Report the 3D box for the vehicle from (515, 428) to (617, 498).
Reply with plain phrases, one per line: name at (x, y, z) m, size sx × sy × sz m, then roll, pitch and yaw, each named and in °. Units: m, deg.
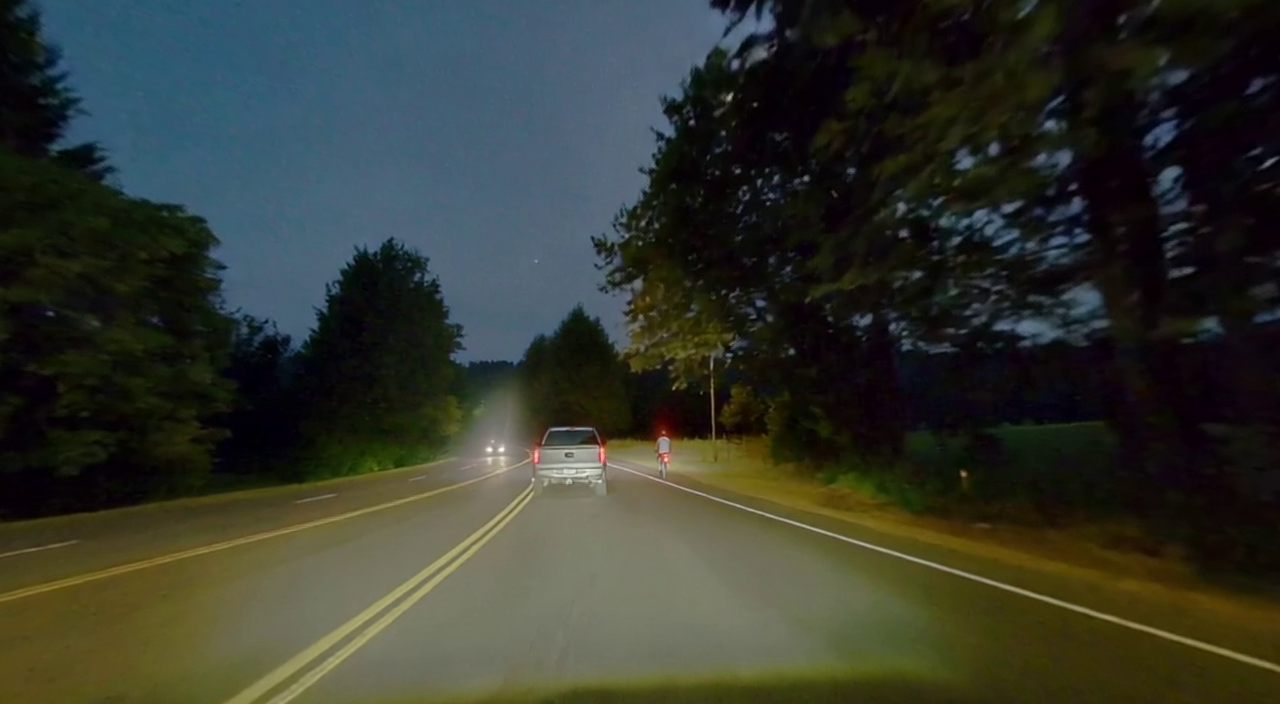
vehicle at (-2.117, 3.282, 19.162) m, size 2.631 × 1.798 × 5.331 m, roll 0°, pitch -8°, yaw -4°
